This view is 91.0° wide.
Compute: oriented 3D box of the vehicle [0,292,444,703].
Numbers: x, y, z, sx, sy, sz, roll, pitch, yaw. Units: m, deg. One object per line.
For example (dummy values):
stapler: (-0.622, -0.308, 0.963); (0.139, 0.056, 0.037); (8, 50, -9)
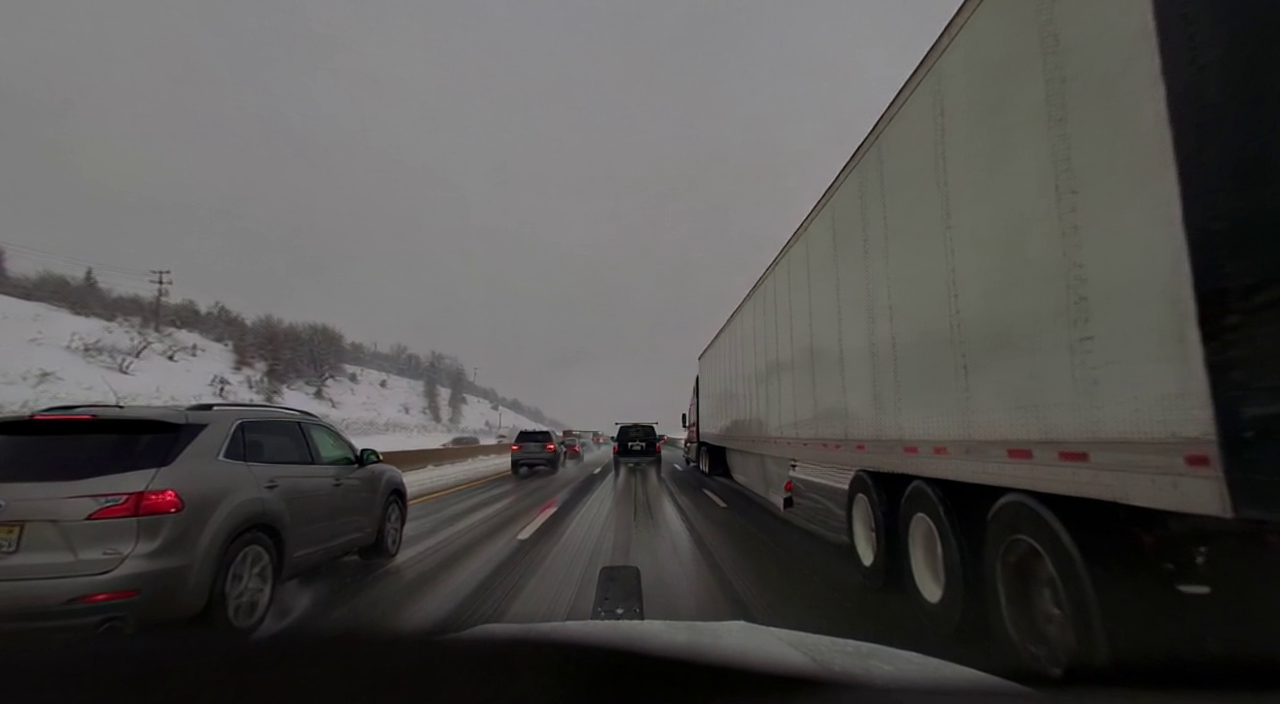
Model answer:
vehicle: (-3.274, 1.042, 4.414); (2.193, 1.803, 4.958); (0, -8, 0)

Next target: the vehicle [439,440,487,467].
vehicle: (-11.345, 6.527, 40.619); (1.888, 1.600, 4.345); (0, -9, -1)

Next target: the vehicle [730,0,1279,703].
vehicle: (3.607, 0.192, 6.739); (2.852, 4.121, 16.210); (0, -8, 0)

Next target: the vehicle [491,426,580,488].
vehicle: (-3.310, 3.463, 21.013); (2.120, 1.812, 4.659); (0, -8, 1)

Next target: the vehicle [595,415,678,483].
vehicle: (-0.123, 3.600, 23.589); (2.704, 2.216, 5.804); (0, -8, 0)
